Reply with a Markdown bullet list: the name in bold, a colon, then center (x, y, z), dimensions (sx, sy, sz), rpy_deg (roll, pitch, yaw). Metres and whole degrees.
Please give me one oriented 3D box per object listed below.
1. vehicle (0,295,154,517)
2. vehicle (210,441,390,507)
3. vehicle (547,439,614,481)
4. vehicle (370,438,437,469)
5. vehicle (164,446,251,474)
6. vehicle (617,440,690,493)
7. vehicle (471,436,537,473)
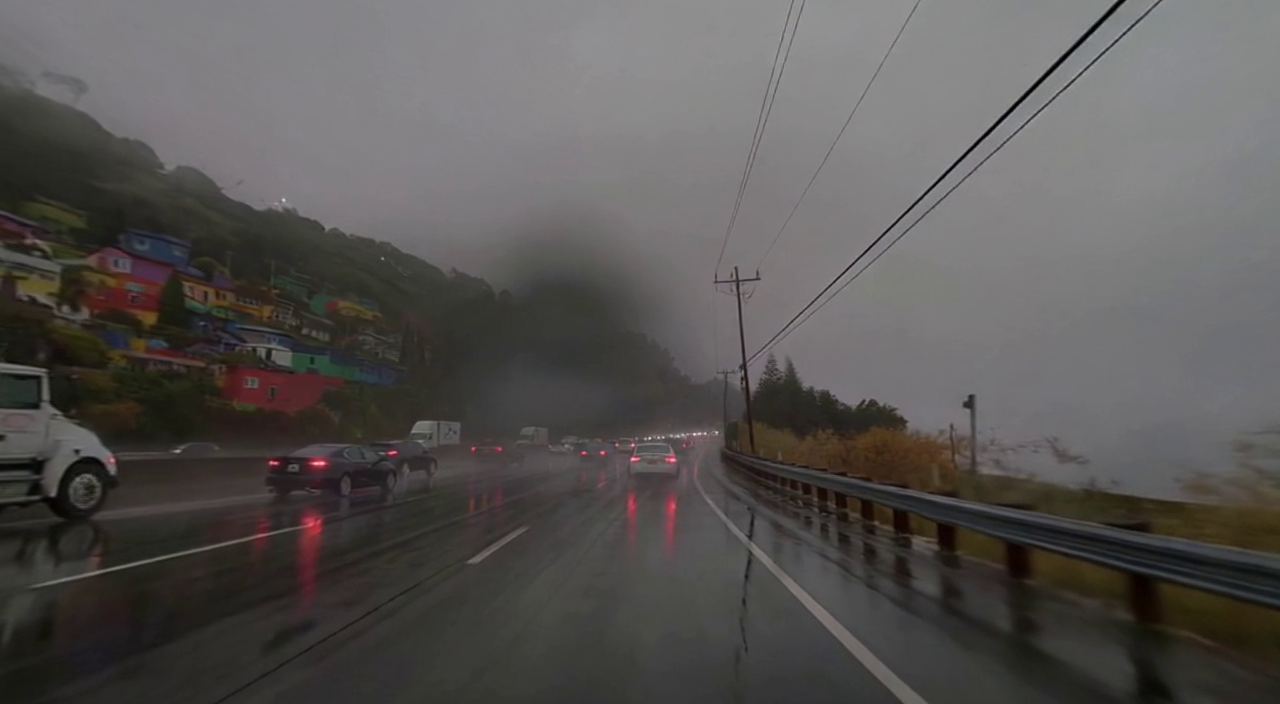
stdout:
- **vehicle**: center (-13.435, 0.655, 9.220), dimensions (3.161, 4.024, 11.136), rpy_deg (-1, -8, 4)
- **vehicle**: center (-8.605, 3.090, 16.547), dimensions (1.959, 1.469, 4.450), rpy_deg (-1, -8, 5)
- **vehicle**: center (-2.485, 4.663, 27.593), dimensions (2.121, 1.639, 4.383), rpy_deg (-1, -8, 5)
- **vehicle**: center (-14.590, 6.262, 39.173), dimensions (2.020, 1.790, 4.563), rpy_deg (-1, -8, 5)
- **vehicle**: center (-24.183, 6.001, 35.422), dimensions (1.808, 1.461, 4.066), rpy_deg (-1, -8, 3)
- **vehicle**: center (0.509, 3.611, 20.301), dimensions (2.109, 1.495, 3.935), rpy_deg (-1, -8, 3)
- **vehicle**: center (-7.097, 5.409, 33.499), dimensions (2.080, 1.833, 4.461), rpy_deg (-1, -8, 6)
